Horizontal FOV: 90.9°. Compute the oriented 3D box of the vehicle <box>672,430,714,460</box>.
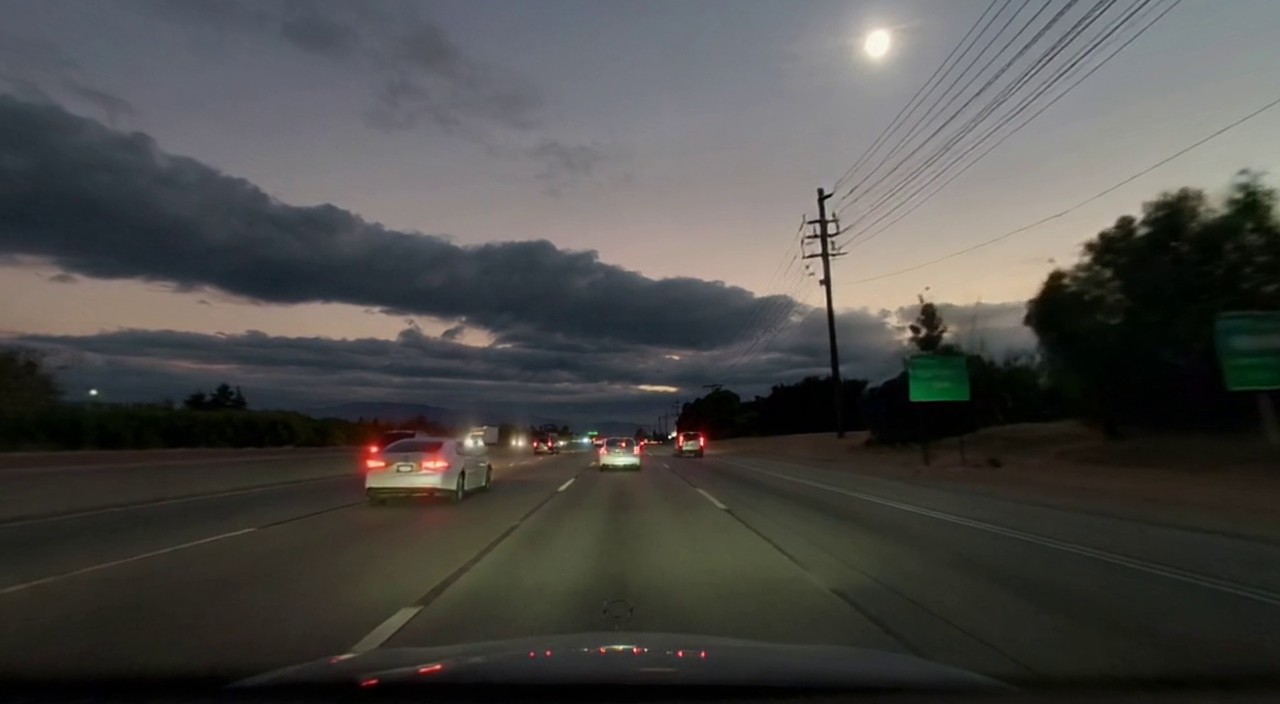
[{"bbox_3d":[3.134,5.569,38.073,1.950,1.695,4.446,0,-8,-2],"label":"vehicle"}]

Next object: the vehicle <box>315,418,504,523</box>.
[{"bbox_3d":[-4.063,2.141,12.087,1.901,1.601,4.610,0,-7,-1],"label":"vehicle"}]

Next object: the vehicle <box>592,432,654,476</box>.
[{"bbox_3d":[-0.602,3.676,23.079,2.086,1.488,3.440,0,-7,-1],"label":"vehicle"}]
